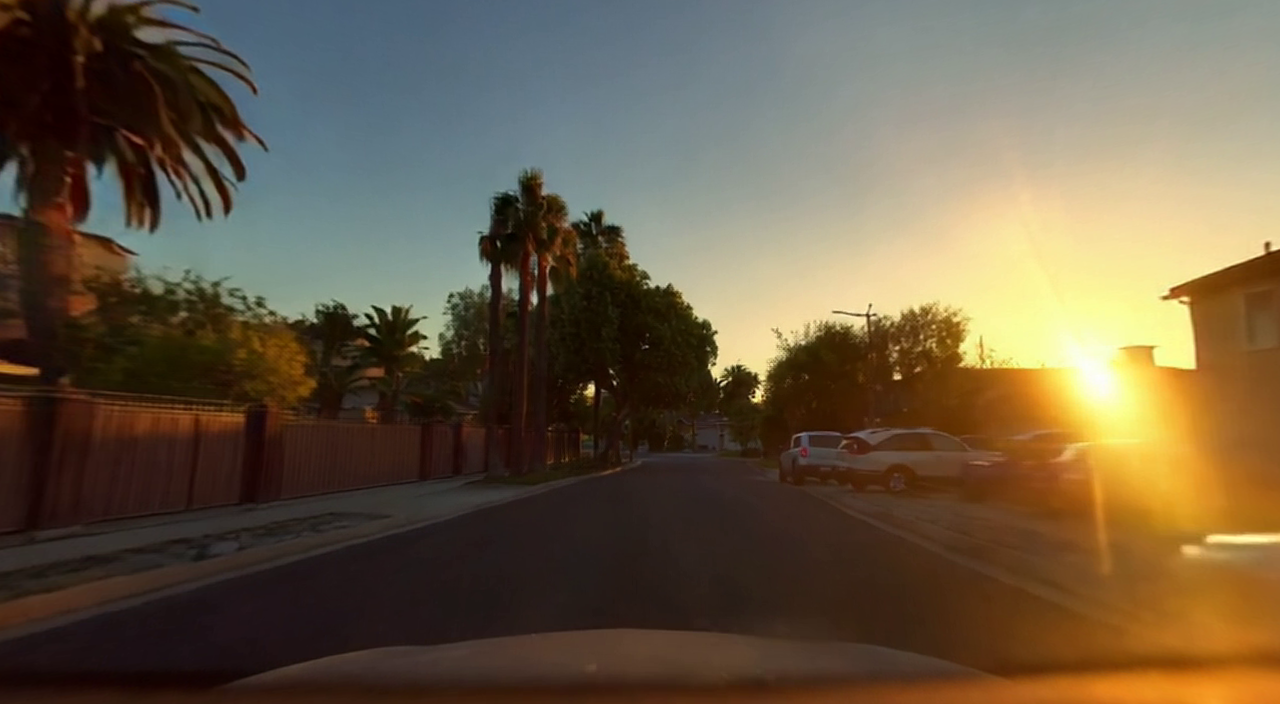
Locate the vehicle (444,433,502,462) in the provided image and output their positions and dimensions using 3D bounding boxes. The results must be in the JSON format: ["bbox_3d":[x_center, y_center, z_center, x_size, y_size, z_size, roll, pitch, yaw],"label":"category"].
[{"bbox_3d":[-11.157,6.379,42.437,1.869,1.646,4.357,3,-7,12],"label":"vehicle"}]

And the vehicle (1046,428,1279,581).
[{"bbox_3d":[7.748,1.850,7.766,4.185,1.531,1.999,4,-7,2],"label":"vehicle"}]

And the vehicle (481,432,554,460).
[{"bbox_3d":[-9.619,7.419,49.920,5.127,1.796,2.045,3,-7,6],"label":"vehicle"}]
